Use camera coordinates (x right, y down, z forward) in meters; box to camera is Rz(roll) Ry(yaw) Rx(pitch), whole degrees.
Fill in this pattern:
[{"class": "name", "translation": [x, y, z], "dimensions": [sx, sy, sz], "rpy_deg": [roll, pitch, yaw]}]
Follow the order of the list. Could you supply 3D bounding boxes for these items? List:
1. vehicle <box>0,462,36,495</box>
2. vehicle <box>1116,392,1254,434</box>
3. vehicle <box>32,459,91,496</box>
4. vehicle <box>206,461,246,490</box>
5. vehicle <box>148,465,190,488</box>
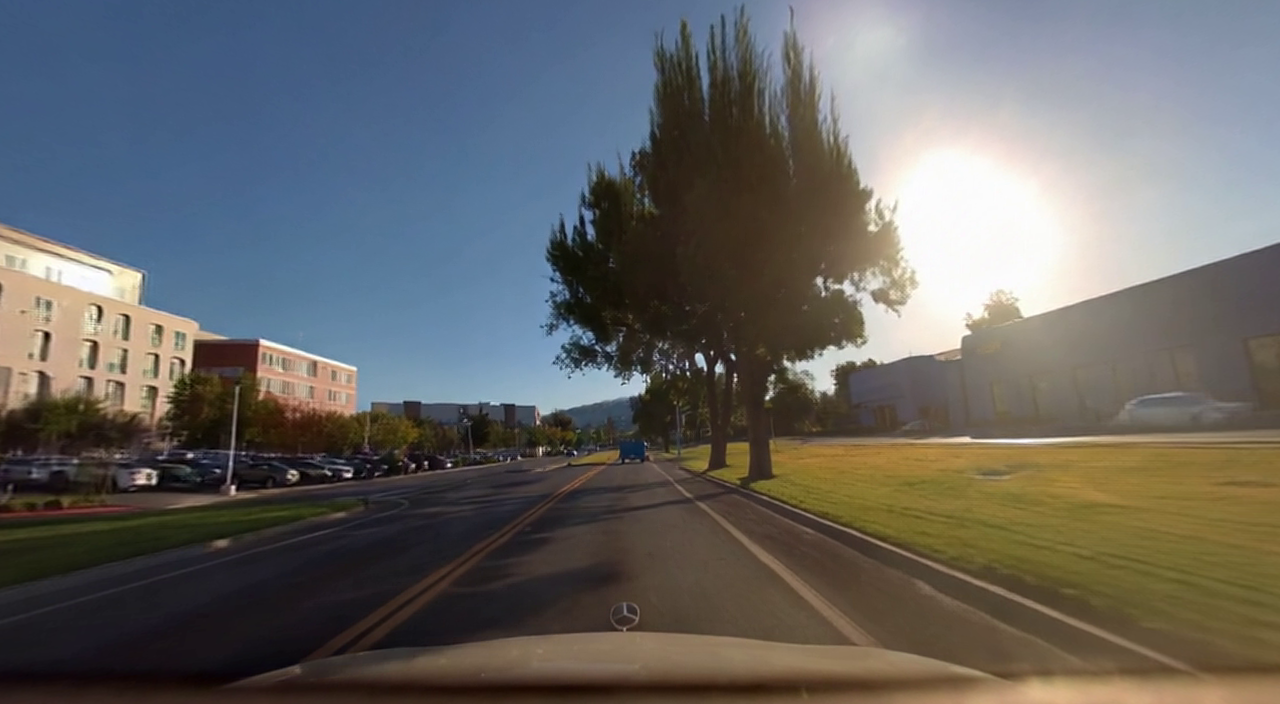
[{"class": "vehicle", "translation": [-37.806, 7.499, 37.629], "dimensions": [2.047, 1.746, 4.461], "rpy_deg": [6, -10, -37]}, {"class": "vehicle", "translation": [21.651, 2.504, 25.343], "dimensions": [1.805, 1.478, 3.950], "rpy_deg": [0, -8, -5]}, {"class": "vehicle", "translation": [-34.533, 7.452, 37.834], "dimensions": [2.050, 1.938, 4.789], "rpy_deg": [6, -10, -37]}, {"class": "vehicle", "translation": [-27.865, 8.239, 42.418], "dimensions": [1.930, 1.718, 4.438], "rpy_deg": [6, -10, -35]}, {"class": "vehicle", "translation": [-32.060, 8.444, 42.933], "dimensions": [1.747, 1.468, 3.972], "rpy_deg": [7, -13, -42]}]
